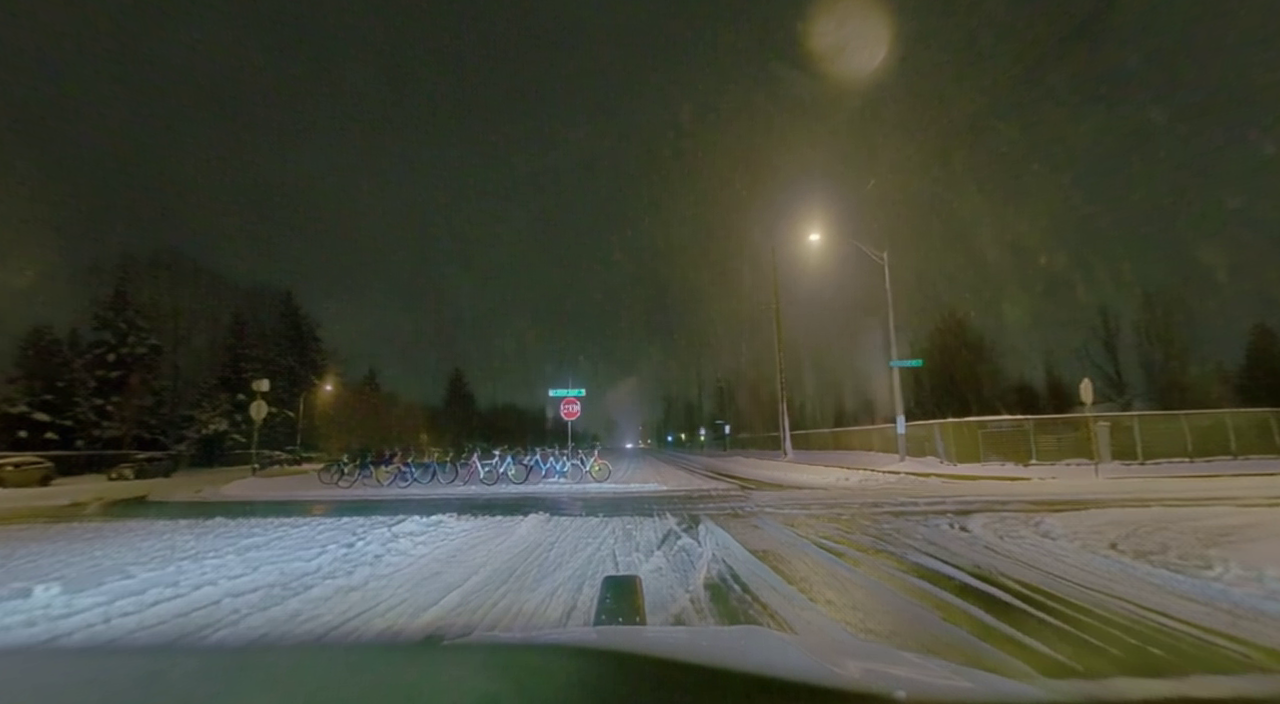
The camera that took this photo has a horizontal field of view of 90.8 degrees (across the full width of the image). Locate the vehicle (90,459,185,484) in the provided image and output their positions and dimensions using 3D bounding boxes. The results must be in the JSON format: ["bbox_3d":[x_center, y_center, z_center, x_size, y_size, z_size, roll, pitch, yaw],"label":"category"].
[{"bbox_3d":[-33.592,7.995,42.373,4.569,1.558,1.903,1,-9,-5],"label":"vehicle"}]
